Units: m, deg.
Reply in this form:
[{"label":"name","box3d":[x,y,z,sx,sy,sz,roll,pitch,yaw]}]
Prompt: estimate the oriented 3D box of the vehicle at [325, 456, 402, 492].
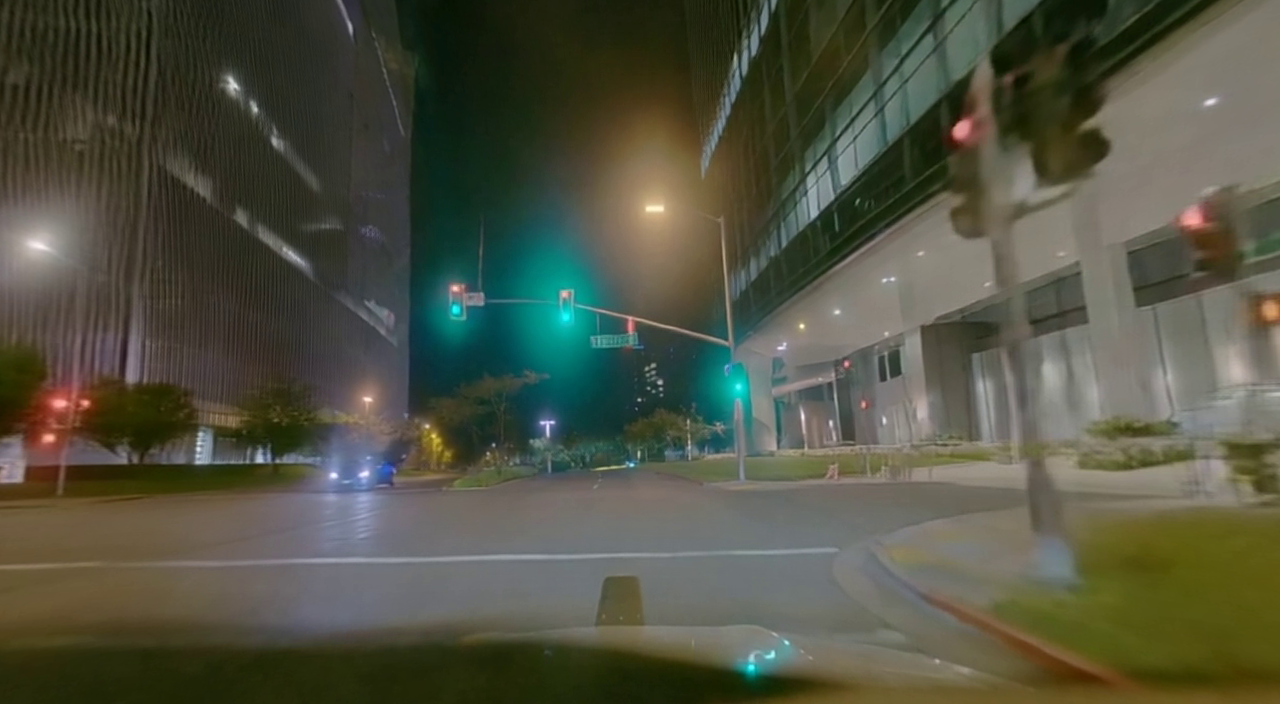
[{"label":"vehicle","box3d":[-12.840,5.659,29.560,1.906,1.502,4.396,1,-9,-5]}]
